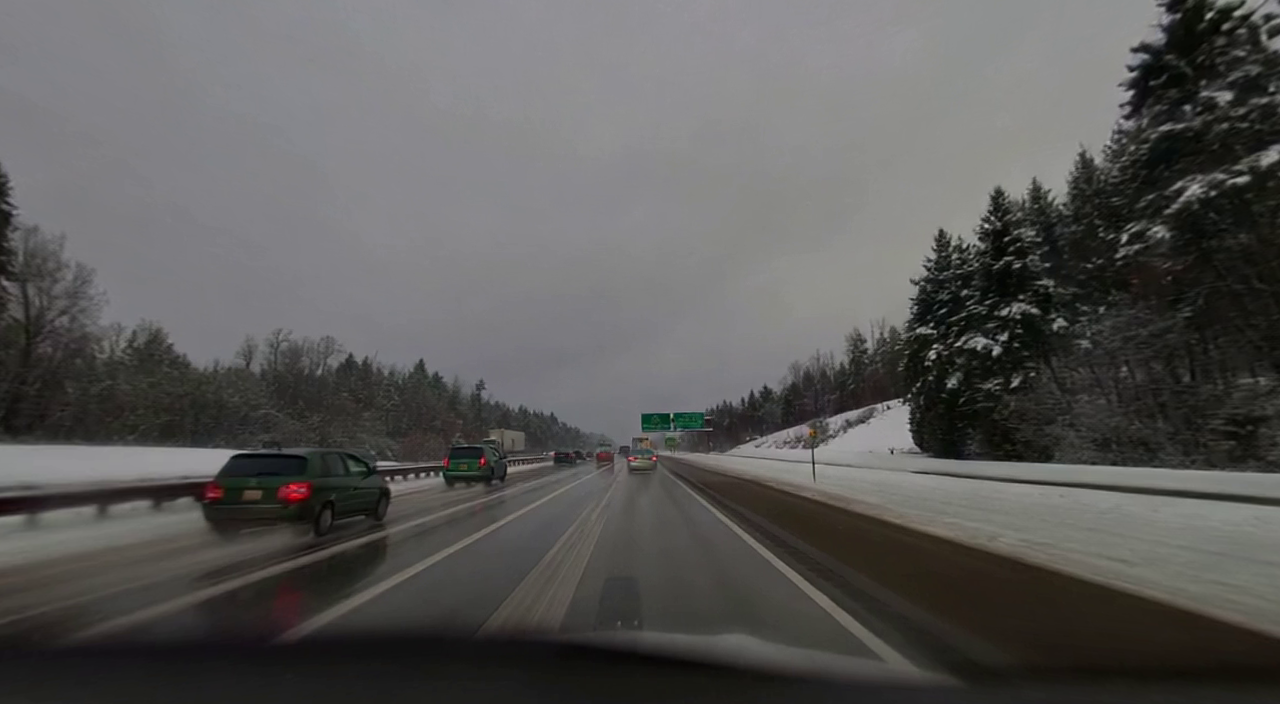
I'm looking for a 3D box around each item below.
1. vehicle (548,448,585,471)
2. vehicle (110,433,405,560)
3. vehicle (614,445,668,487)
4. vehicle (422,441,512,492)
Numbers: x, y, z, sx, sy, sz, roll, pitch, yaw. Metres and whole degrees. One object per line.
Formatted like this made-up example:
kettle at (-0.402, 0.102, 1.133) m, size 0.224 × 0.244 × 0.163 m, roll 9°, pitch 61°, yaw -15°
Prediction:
vehicle at (-4.949, 7.280, 42.818) m, size 1.892 × 1.481 × 4.180 m, roll 0°, pitch -9°, yaw 1°
vehicle at (-5.473, 2.095, 9.809) m, size 2.043 × 1.534 × 4.032 m, roll 0°, pitch -9°, yaw 0°
vehicle at (0.002, 4.346, 24.231) m, size 1.940 × 1.451 × 3.512 m, roll 0°, pitch -9°, yaw -1°
vehicle at (-6.023, 4.027, 22.443) m, size 2.058 × 1.626 × 4.118 m, roll 0°, pitch -9°, yaw -1°
